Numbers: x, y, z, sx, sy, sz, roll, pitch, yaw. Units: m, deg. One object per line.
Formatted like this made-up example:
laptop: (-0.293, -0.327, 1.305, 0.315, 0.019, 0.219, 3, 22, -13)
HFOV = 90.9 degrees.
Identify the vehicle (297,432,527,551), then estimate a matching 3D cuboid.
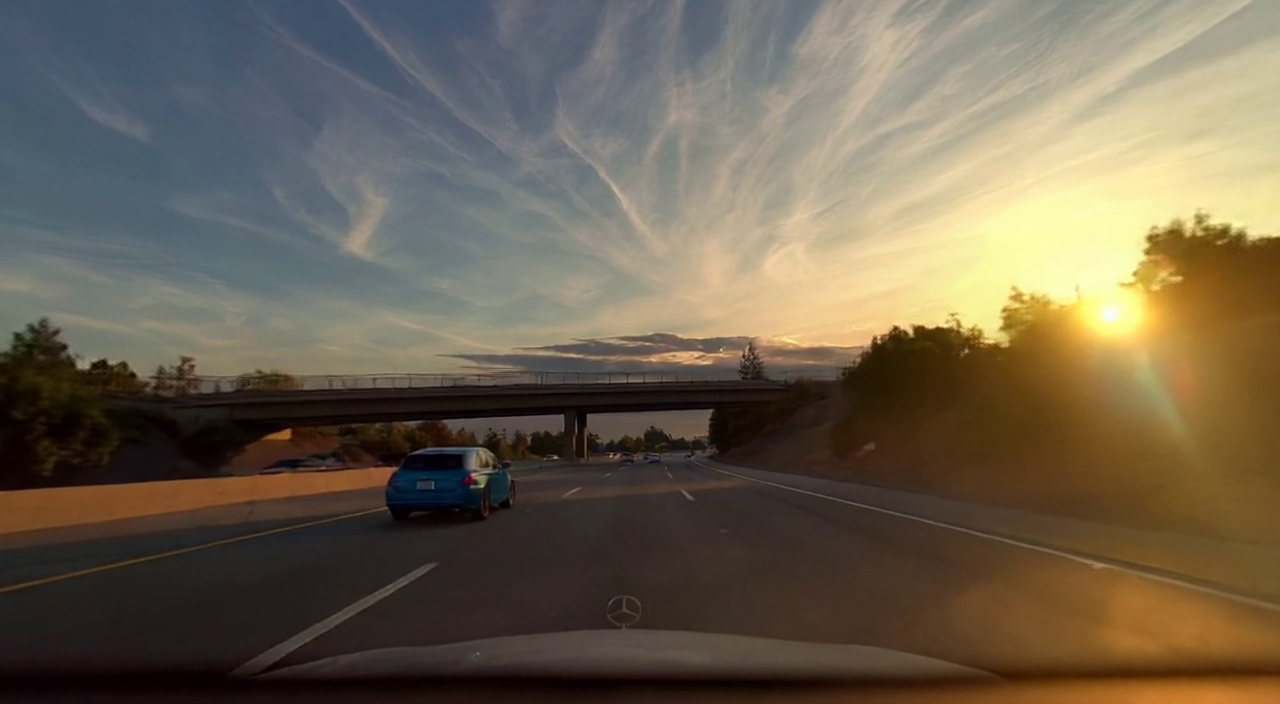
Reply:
vehicle: (-3.605, 2.328, 11.233, 2.274, 1.628, 4.807, 0, -9, 0)

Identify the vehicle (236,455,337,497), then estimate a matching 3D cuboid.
vehicle: (-16.219, 5.682, 29.280, 1.969, 1.759, 4.607, 0, -9, 0)
